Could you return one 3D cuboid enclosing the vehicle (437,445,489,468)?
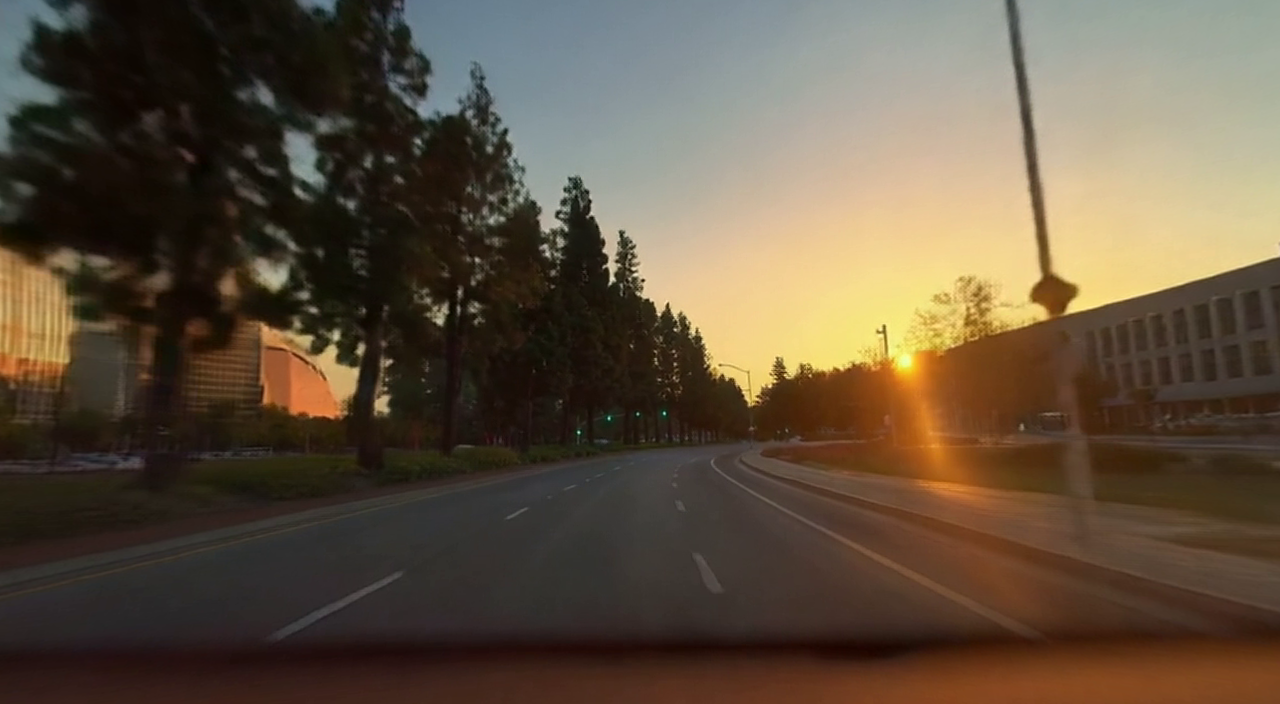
[{"bbox_3d":[-12.506,7.382,44.936,1.842,1.529,4.356,-1,-9,9],"label":"vehicle"}]
